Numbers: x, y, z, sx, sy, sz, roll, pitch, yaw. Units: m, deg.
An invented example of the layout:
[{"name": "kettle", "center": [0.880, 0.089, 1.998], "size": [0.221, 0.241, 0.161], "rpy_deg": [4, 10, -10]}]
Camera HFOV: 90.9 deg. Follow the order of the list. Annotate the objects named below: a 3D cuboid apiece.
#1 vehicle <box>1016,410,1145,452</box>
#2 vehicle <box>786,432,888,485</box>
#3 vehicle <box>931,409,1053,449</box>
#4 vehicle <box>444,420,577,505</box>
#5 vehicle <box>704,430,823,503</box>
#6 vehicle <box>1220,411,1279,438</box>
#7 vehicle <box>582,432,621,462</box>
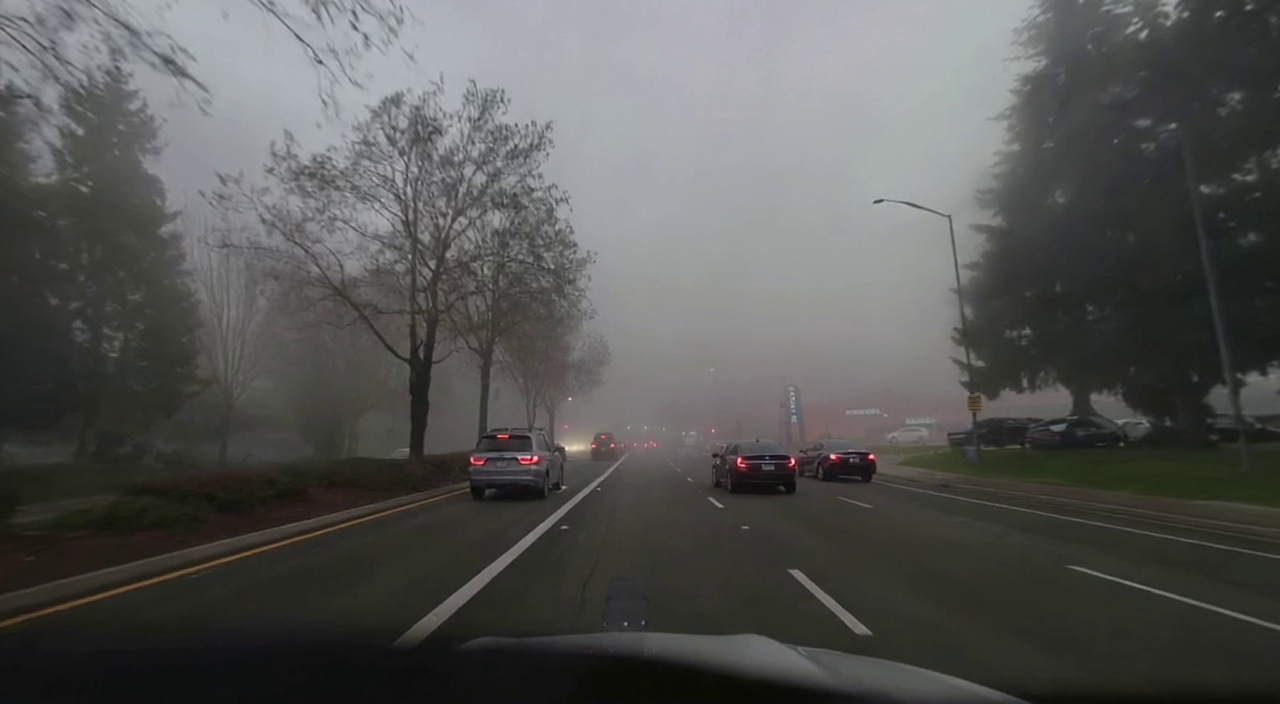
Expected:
[{"name": "vehicle", "center": [17.096, 3.111, 24.434], "size": [4.698, 1.495, 2.125], "rpy_deg": [4, -10, -29]}, {"name": "vehicle", "center": [6.378, 3.503, 21.028], "size": [1.881, 1.540, 4.750], "rpy_deg": [0, -9, 0]}, {"name": "vehicle", "center": [16.815, 3.723, 30.141], "size": [4.953, 1.804, 2.337], "rpy_deg": [3, -9, -21]}, {"name": "vehicle", "center": [-2.869, 2.592, 15.117], "size": [2.141, 1.719, 4.379], "rpy_deg": [0, -9, 2]}, {"name": "vehicle", "center": [2.813, 2.721, 15.417], "size": [2.004, 1.512, 4.206], "rpy_deg": [0, -9, 0]}, {"name": "vehicle", "center": [38.329, 4.273, 37.789], "size": [2.059, 1.432, 4.610], "rpy_deg": [1, -10, -25]}, {"name": "vehicle", "center": [-2.409, 6.105, 40.550], "size": [2.117, 1.799, 4.442], "rpy_deg": [0, -9, 1]}]
